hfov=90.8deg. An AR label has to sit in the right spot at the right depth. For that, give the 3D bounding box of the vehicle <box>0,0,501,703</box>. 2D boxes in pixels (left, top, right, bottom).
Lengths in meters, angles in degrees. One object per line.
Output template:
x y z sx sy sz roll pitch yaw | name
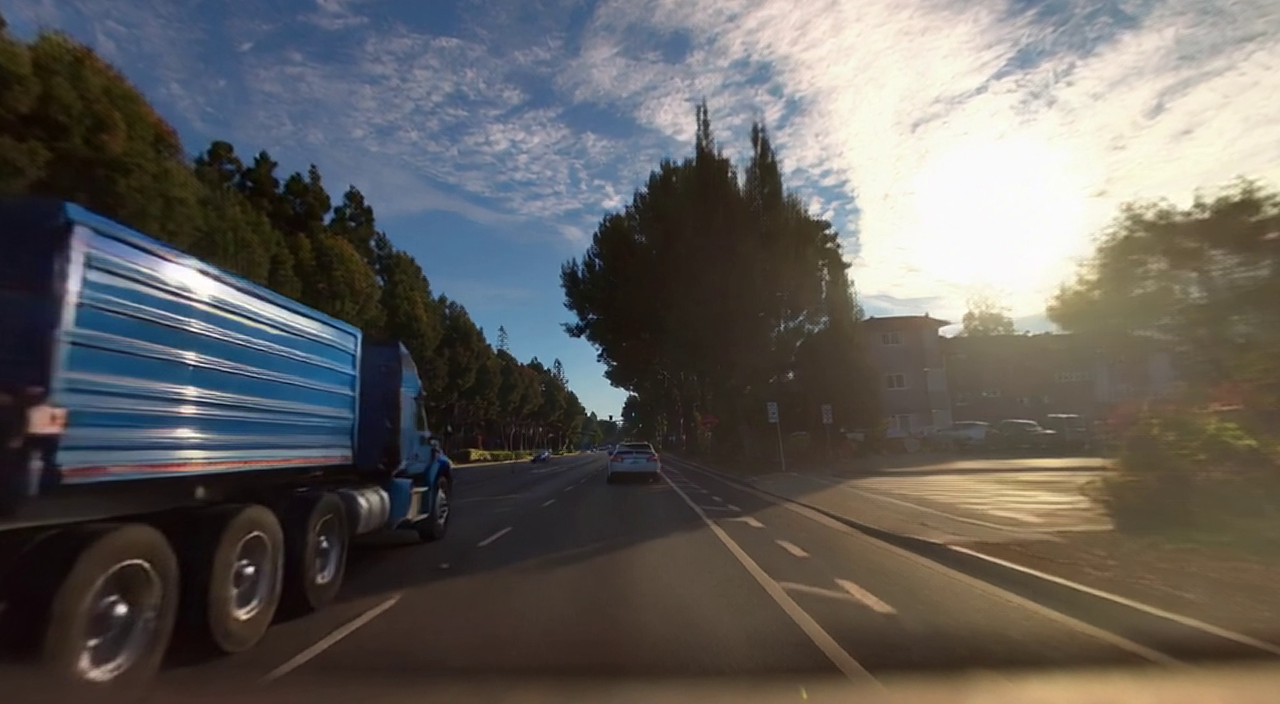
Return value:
-3.799 0.029 5.136 2.996 3.902 10.410 0 -9 0 | vehicle

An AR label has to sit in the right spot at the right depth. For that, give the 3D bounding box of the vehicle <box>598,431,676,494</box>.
-0.120 3.249 18.883 2.094 1.682 3.866 0 -9 -1 | vehicle
